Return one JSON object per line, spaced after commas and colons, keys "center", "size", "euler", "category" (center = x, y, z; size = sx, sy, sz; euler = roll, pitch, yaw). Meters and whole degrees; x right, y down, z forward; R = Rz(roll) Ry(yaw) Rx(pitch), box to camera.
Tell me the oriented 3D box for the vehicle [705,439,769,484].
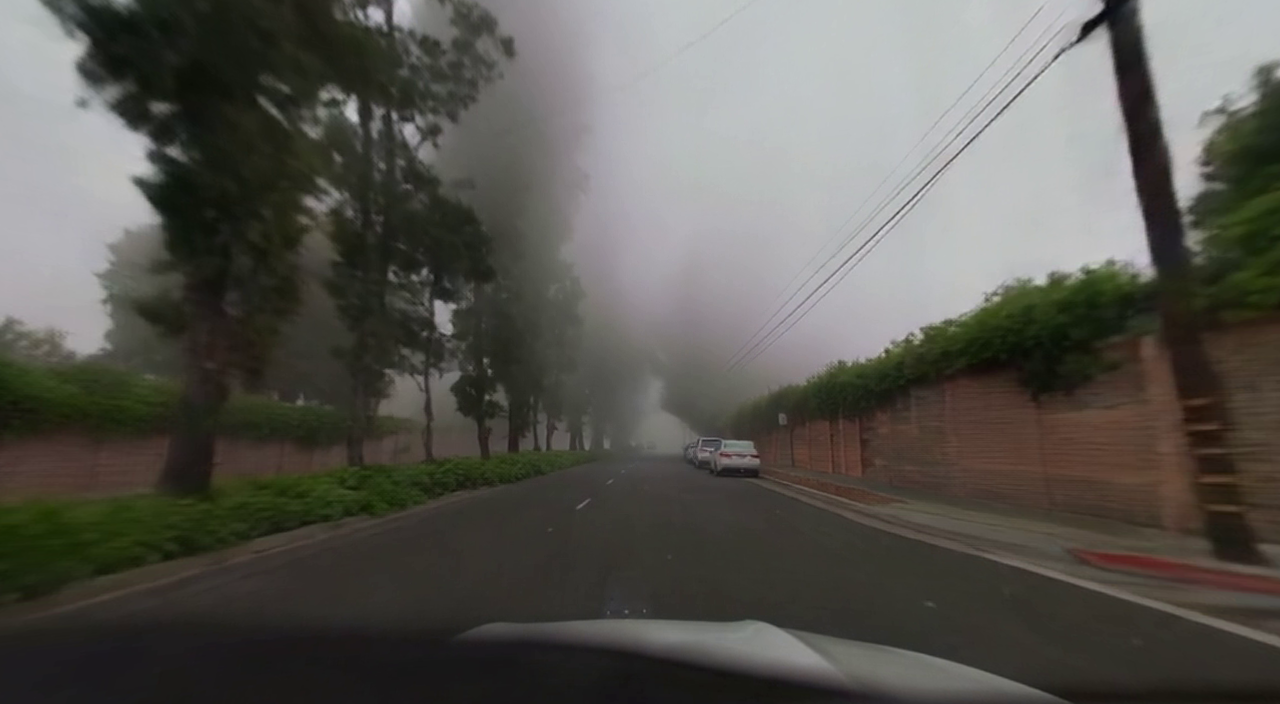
{"center": [4.008, 4.577, 26.943], "size": [2.048, 1.596, 5.543], "euler": [2, -8, 2], "category": "vehicle"}
